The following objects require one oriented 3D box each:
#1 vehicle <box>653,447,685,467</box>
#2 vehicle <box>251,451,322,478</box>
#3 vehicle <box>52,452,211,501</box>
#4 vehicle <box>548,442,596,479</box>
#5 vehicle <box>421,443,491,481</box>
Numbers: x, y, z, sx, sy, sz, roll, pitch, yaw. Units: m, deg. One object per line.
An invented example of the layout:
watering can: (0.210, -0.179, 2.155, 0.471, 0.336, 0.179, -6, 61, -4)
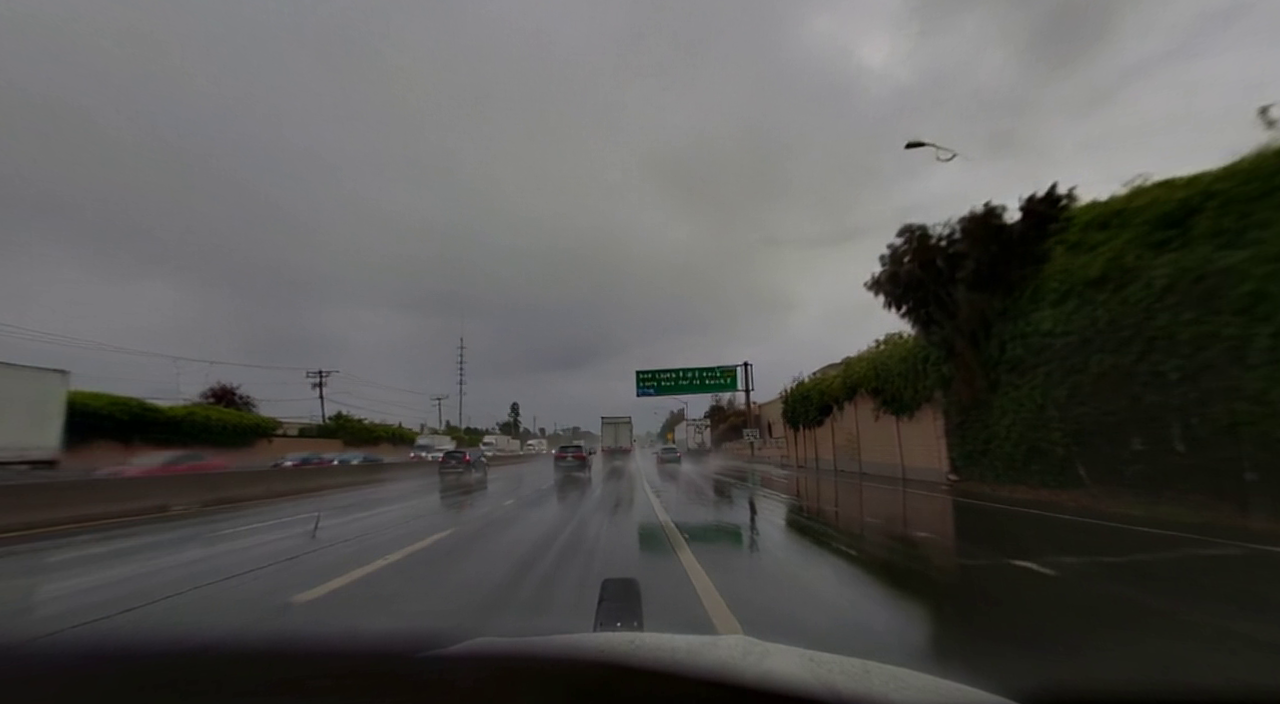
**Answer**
vehicle: (2.203, 8.024, 48.675, 2.015, 1.462, 4.691, 0, -9, -3)
vehicle: (-21.446, 6.797, 38.562, 1.867, 1.493, 4.311, 0, -9, -1)
vehicle: (-17.233, 4.210, 21.804, 1.889, 1.439, 4.359, 0, -9, -1)
vehicle: (-3.279, 5.307, 31.186, 2.132, 1.679, 4.045, 0, -9, -3)
vehicle: (-9.022, 5.392, 31.428, 2.129, 1.717, 4.593, 0, -9, 0)
